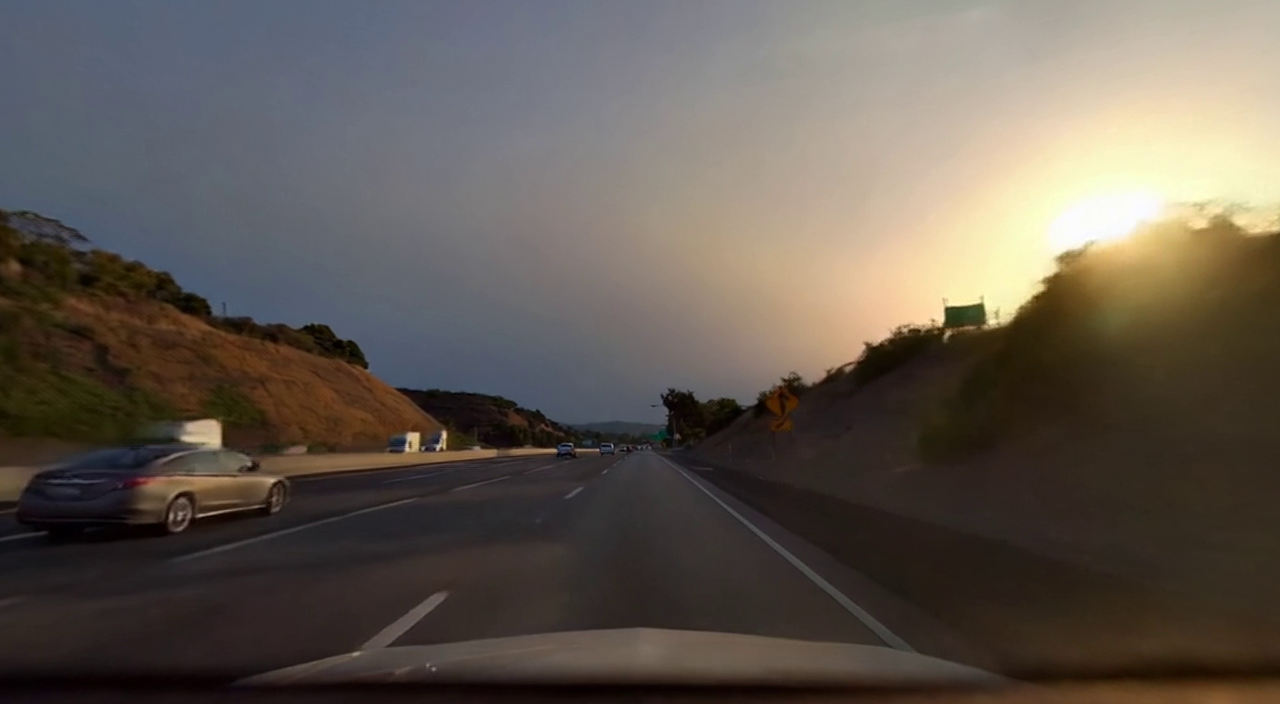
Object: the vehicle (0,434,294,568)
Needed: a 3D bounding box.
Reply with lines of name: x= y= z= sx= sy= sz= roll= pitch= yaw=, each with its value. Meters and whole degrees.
vehicle: x=-7.451 y=1.998 z=9.316 sx=1.949 sy=1.465 sz=4.563 roll=0 pitch=-8 yaw=1
